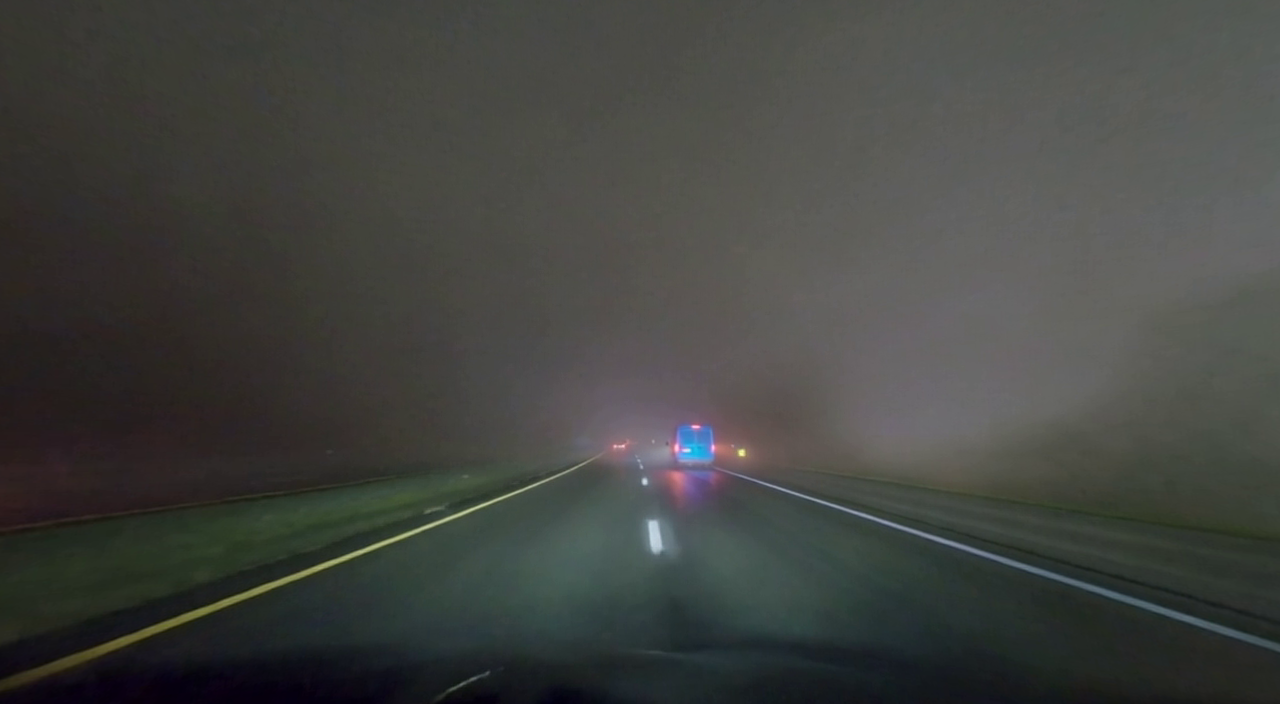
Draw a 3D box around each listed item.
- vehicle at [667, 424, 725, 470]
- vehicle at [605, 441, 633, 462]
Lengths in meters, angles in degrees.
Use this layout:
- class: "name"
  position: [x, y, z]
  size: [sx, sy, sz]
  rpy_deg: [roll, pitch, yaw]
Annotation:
- class: "vehicle"
  position: [2.641, 4.647, 30.945]
  size: [2.269, 2.048, 4.679]
  rpy_deg: [0, -8, -2]
- class: "vehicle"
  position: [-1.561, 7.522, 47.721]
  size: [2.005, 1.466, 3.739]
  rpy_deg: [-1, -8, -1]
